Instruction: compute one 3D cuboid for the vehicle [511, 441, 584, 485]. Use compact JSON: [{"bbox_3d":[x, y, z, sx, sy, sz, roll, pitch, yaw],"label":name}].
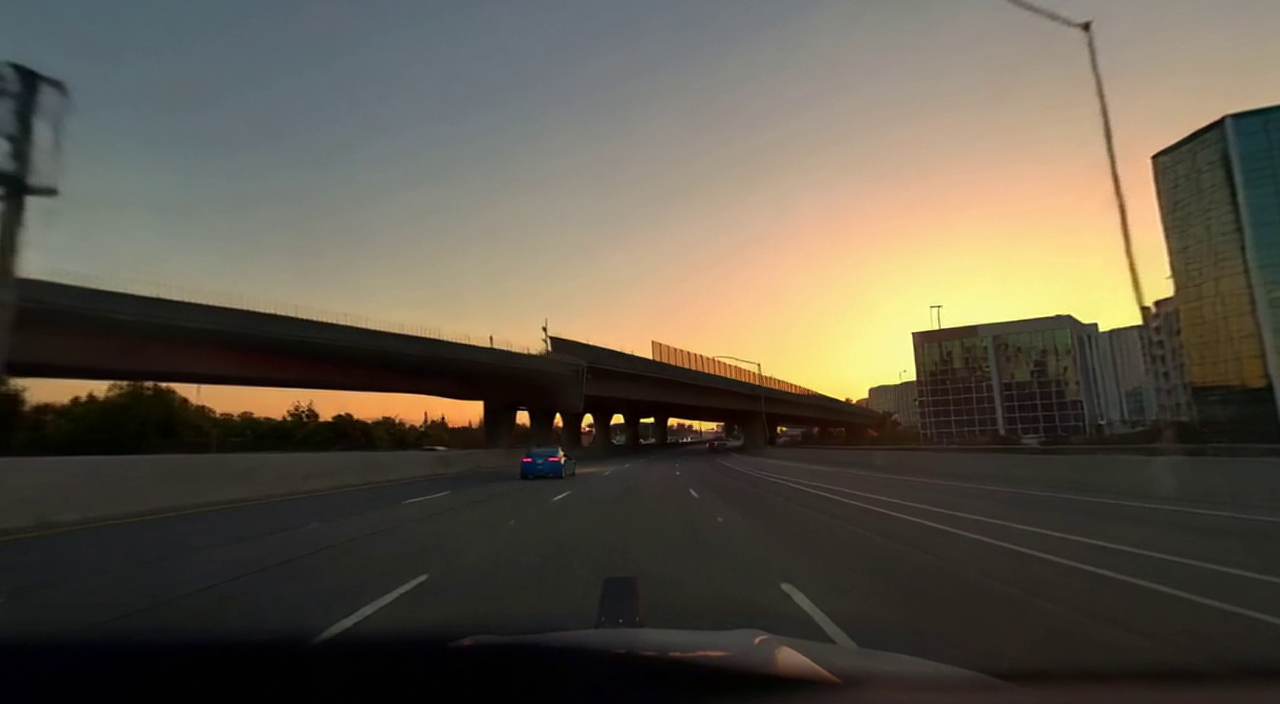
[{"bbox_3d":[-3.610,4.402,25.488,2.087,1.566,4.756,-1,-8,2],"label":"vehicle"}]
